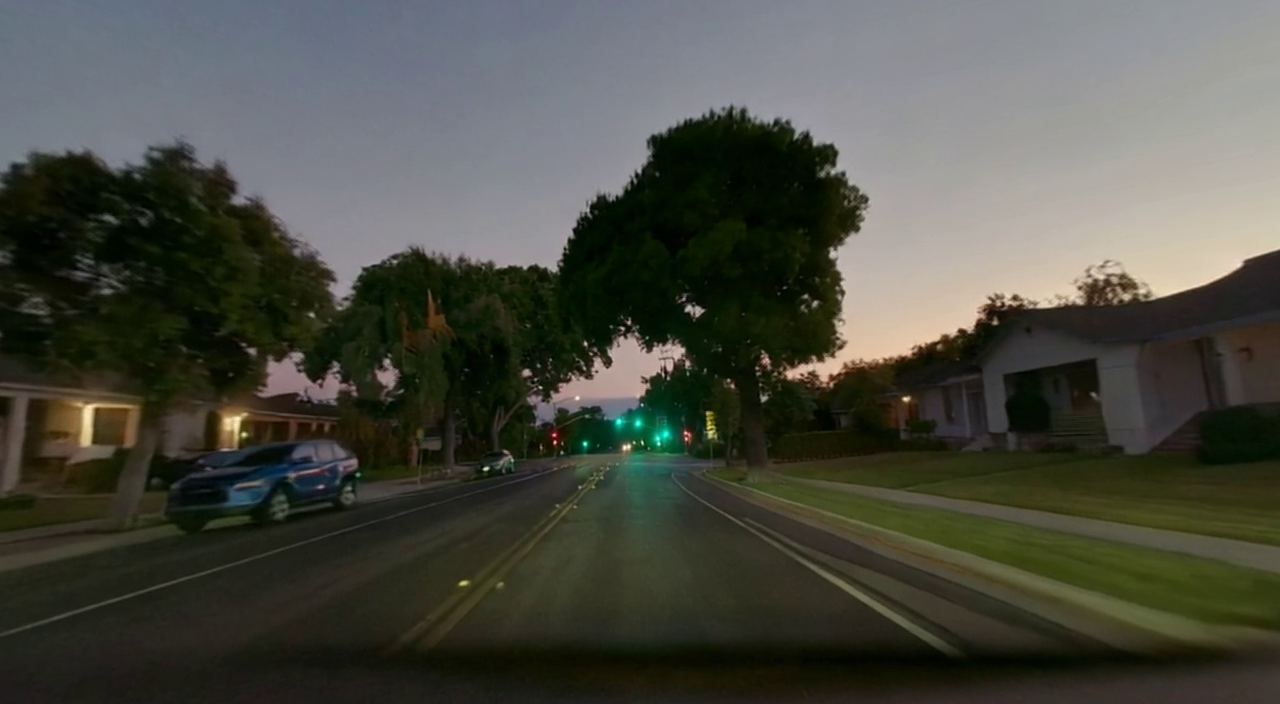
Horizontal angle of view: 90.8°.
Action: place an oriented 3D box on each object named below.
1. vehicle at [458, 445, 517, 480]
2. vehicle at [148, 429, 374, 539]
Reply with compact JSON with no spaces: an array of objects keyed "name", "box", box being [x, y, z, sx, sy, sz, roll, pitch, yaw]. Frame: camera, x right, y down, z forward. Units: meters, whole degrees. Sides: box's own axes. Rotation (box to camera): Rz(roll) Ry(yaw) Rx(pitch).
[{"name":"vehicle","box":[-8.315,6.026,34.829,2.130,1.692,4.544,-3,-8,-1]},{"name":"vehicle","box":[-7.634,2.668,13.421,2.209,1.807,4.432,-2,-9,-3]}]
